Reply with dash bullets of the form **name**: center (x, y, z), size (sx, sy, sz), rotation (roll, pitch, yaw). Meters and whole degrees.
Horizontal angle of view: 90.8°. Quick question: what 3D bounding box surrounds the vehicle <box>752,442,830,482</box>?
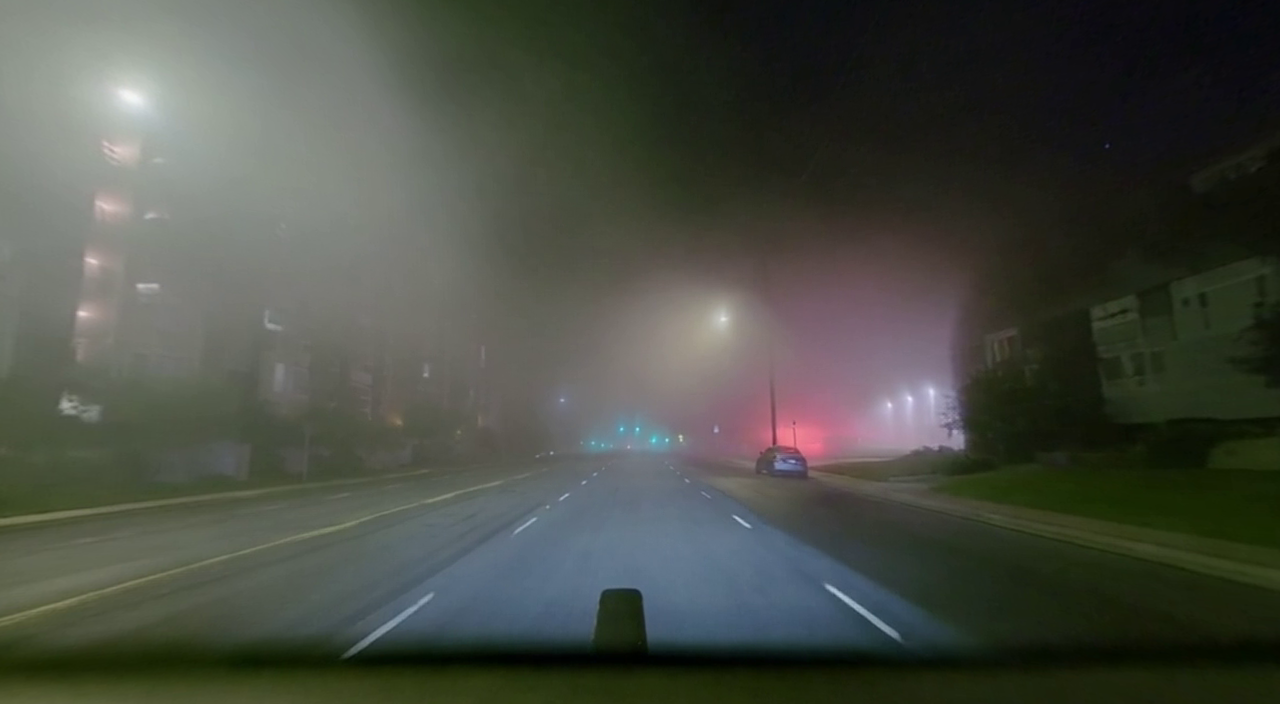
- **vehicle**: center (6.283, 4.632, 26.850), size (1.948, 1.526, 4.518), rotation (0, -9, -3)
